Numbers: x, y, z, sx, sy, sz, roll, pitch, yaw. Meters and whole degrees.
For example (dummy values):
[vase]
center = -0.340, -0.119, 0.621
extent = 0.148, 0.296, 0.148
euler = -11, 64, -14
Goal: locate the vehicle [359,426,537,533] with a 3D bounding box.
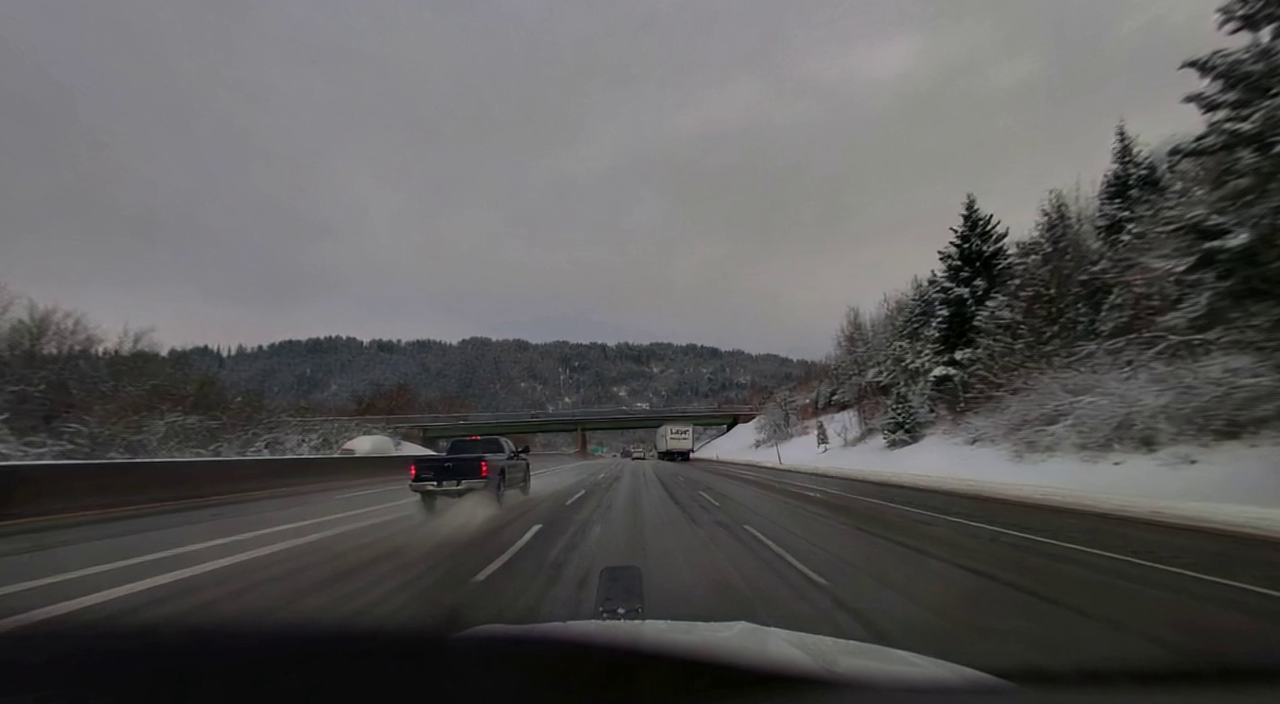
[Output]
[vehicle]
center = -3.354, 2.334, 12.071
extent = 2.052, 1.654, 4.303
euler = 0, -9, 0
